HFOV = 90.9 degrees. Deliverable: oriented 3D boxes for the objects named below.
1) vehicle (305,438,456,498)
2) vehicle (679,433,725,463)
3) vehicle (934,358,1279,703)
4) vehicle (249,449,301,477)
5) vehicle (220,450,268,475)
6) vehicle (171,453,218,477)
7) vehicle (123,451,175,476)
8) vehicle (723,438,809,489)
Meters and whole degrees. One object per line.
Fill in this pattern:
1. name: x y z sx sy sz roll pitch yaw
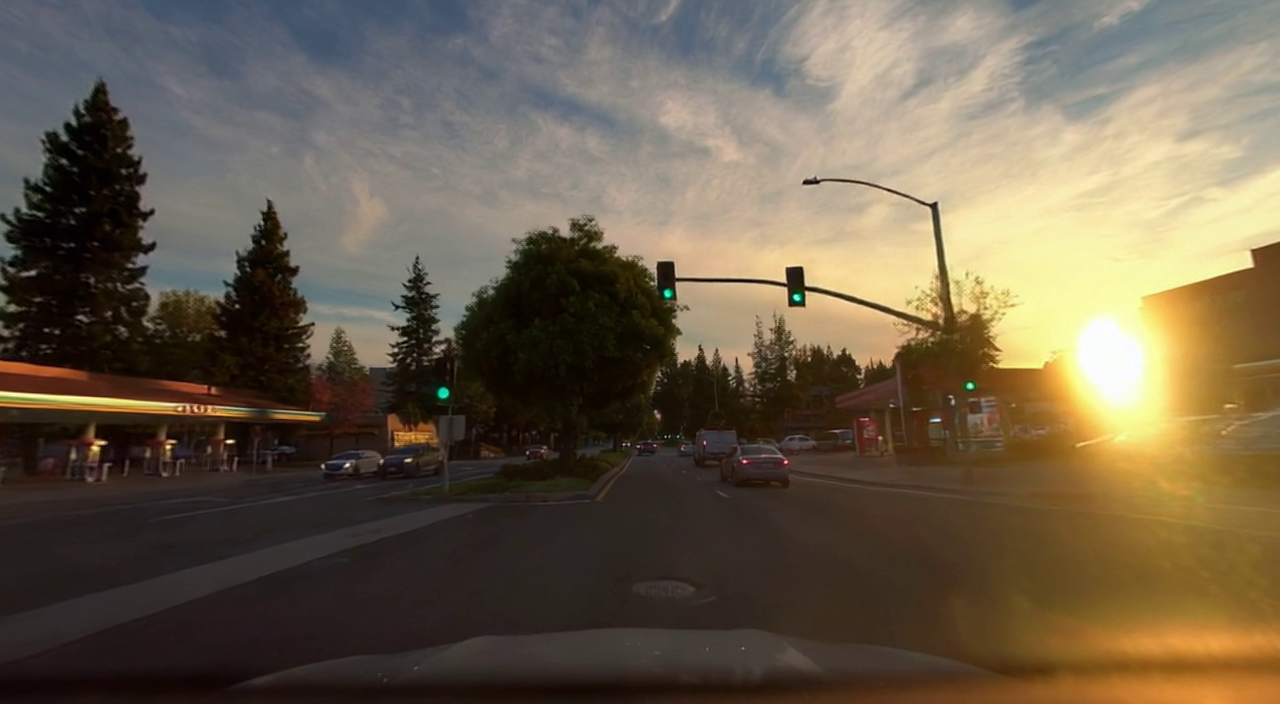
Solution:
1. vehicle: -8.191 3.667 20.610 2.842 1.476 4.980 -3 -7 0
2. vehicle: 4.193 6.668 43.860 2.611 1.983 5.165 0 -8 -1
3. vehicle: 3.829 0.991 3.684 1.875 1.665 4.931 0 -8 1
4. vehicle: -28.294 8.583 48.998 2.064 2.002 4.835 2 -9 -13
5. vehicle: -31.069 8.623 49.562 2.169 1.834 3.779 2 -9 -16
6. vehicle: -33.895 8.556 48.086 1.803 1.675 3.674 2 -9 -18
7. vehicle: -36.011 8.136 46.328 1.755 1.670 3.889 3 -9 -19
8. vehicle: 3.933 3.547 20.390 1.871 1.442 4.122 0 -8 -1
